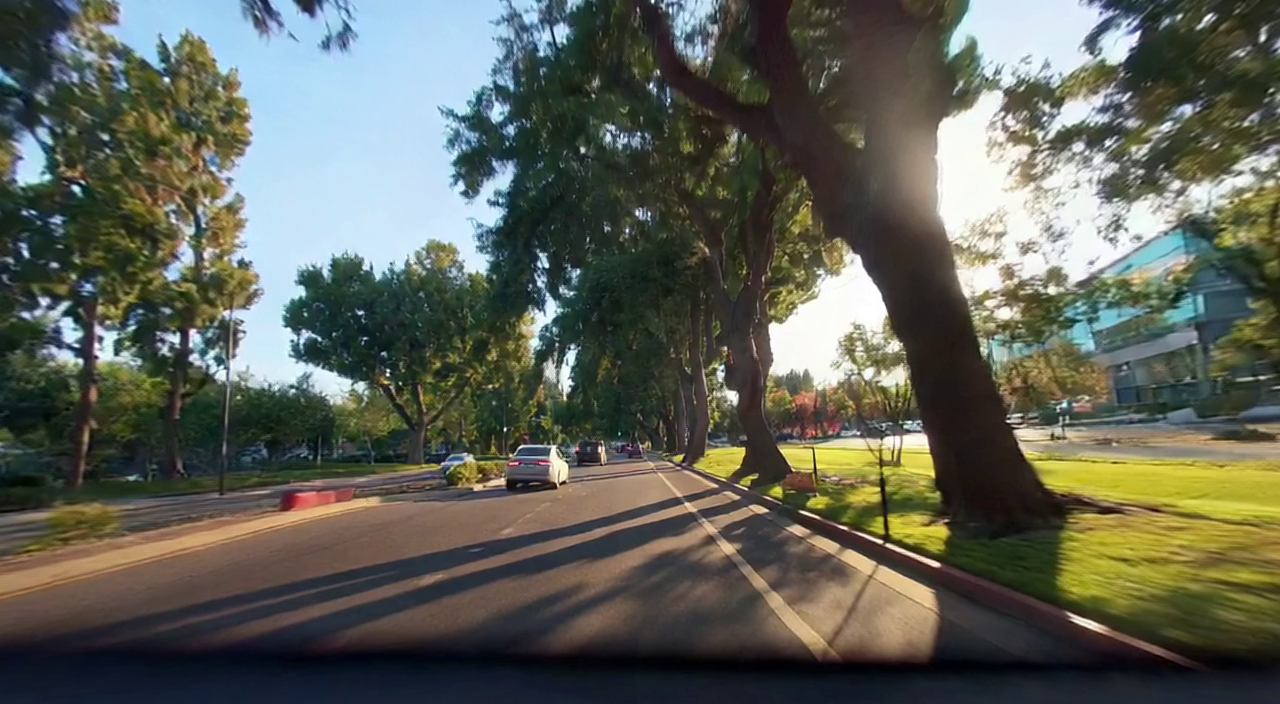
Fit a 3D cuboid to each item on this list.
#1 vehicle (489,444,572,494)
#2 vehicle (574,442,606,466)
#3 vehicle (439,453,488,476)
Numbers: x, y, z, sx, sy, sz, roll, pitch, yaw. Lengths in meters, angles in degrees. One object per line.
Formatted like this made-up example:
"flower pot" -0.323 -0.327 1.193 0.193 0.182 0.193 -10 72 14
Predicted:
"vehicle" -3.439 3.759 20.660 1.932 1.431 4.144 0 -9 0
"vehicle" -3.783 7.755 48.286 2.077 1.725 4.153 0 -9 1
"vehicle" -11.818 7.536 42.553 1.924 1.430 4.417 -1 -9 1
